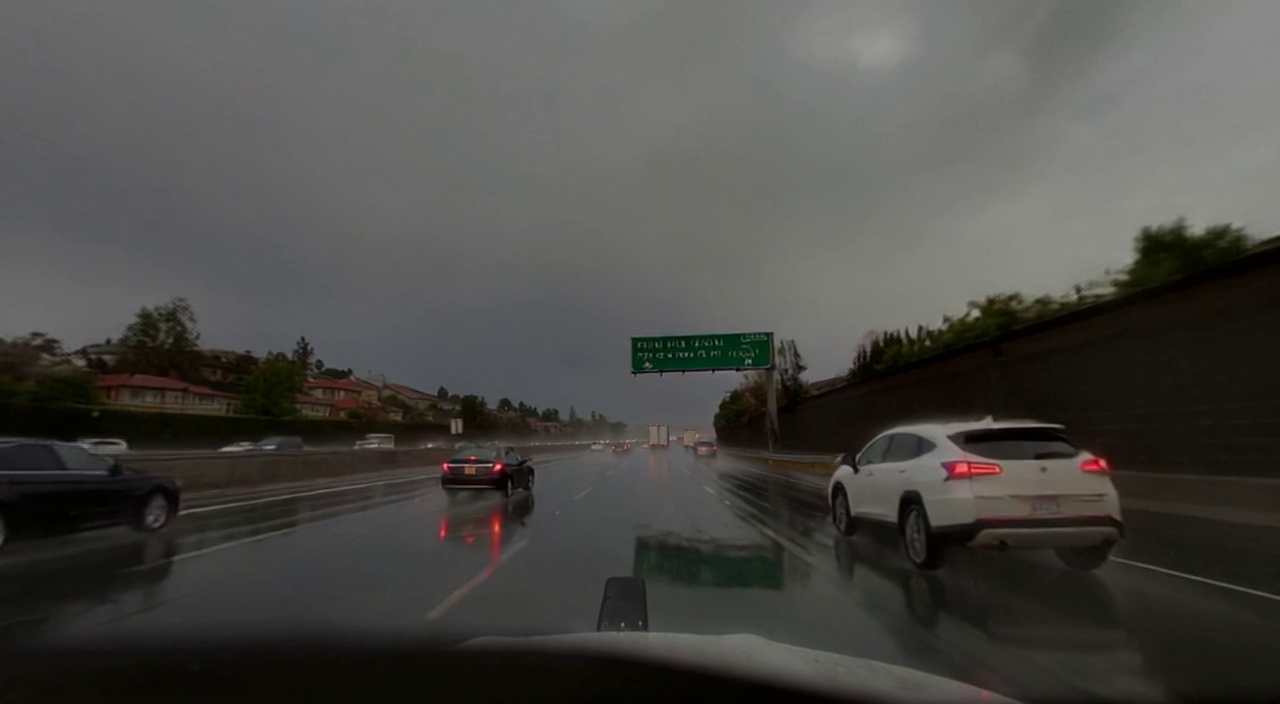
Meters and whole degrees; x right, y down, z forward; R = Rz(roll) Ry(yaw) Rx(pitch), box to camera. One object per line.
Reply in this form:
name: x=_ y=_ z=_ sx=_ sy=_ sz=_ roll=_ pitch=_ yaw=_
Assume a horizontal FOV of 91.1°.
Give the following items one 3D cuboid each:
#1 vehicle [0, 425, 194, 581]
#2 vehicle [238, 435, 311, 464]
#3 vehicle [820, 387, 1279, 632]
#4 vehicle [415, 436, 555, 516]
vehicle: x=-7.098 y=1.511 z=6.455 sx=1.909 sy=1.482 sz=4.140 roll=0 pitch=-8 yaw=1
vehicle: x=-20.453 y=5.480 z=35.298 sx=1.718 sy=1.525 sz=3.736 roll=-1 pitch=-8 yaw=3
vehicle: x=3.704 y=1.446 z=6.811 sx=2.108 sy=1.709 sz=4.703 roll=0 pitch=-8 yaw=0
vehicle: x=-3.207 y=2.639 z=13.928 sx=1.947 sy=1.479 sz=4.114 roll=0 pitch=-8 yaw=2
